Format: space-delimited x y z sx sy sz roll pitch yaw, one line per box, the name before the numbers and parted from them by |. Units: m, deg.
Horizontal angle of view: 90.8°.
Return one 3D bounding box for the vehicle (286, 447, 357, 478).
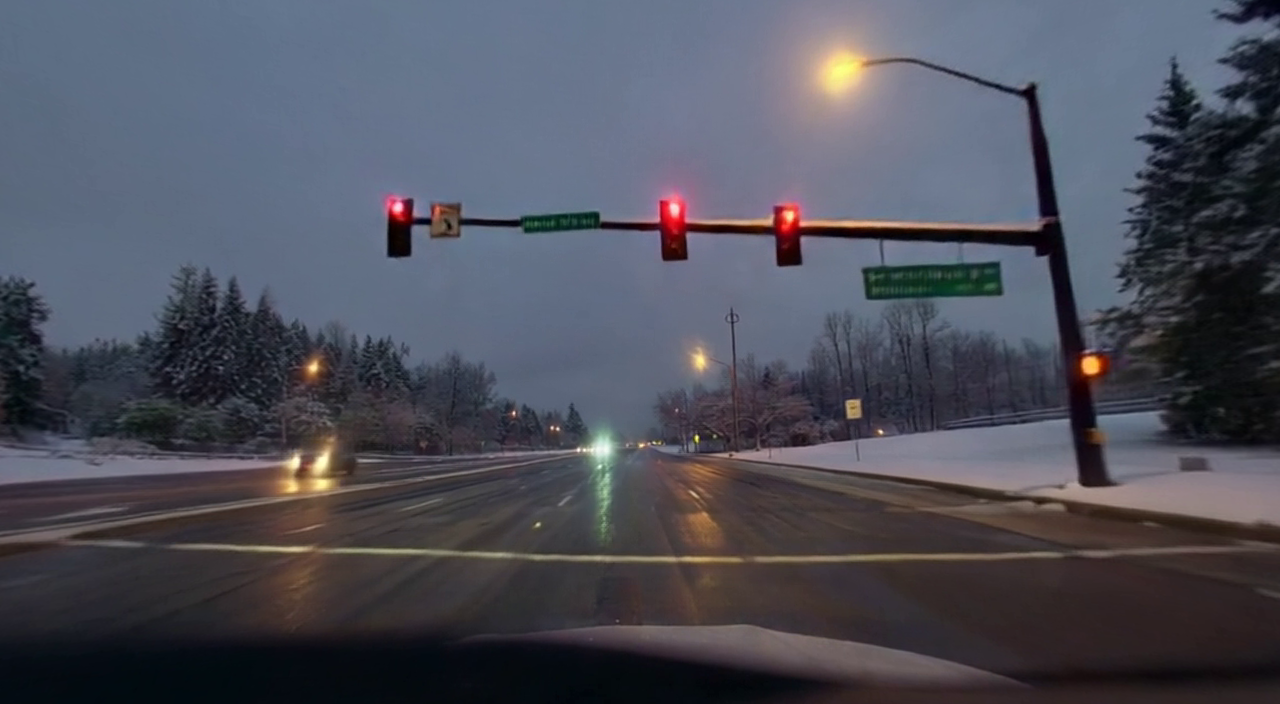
vehicle | -18.888 6.527 37.722 1.976 1.704 4.316 0 -8 0
